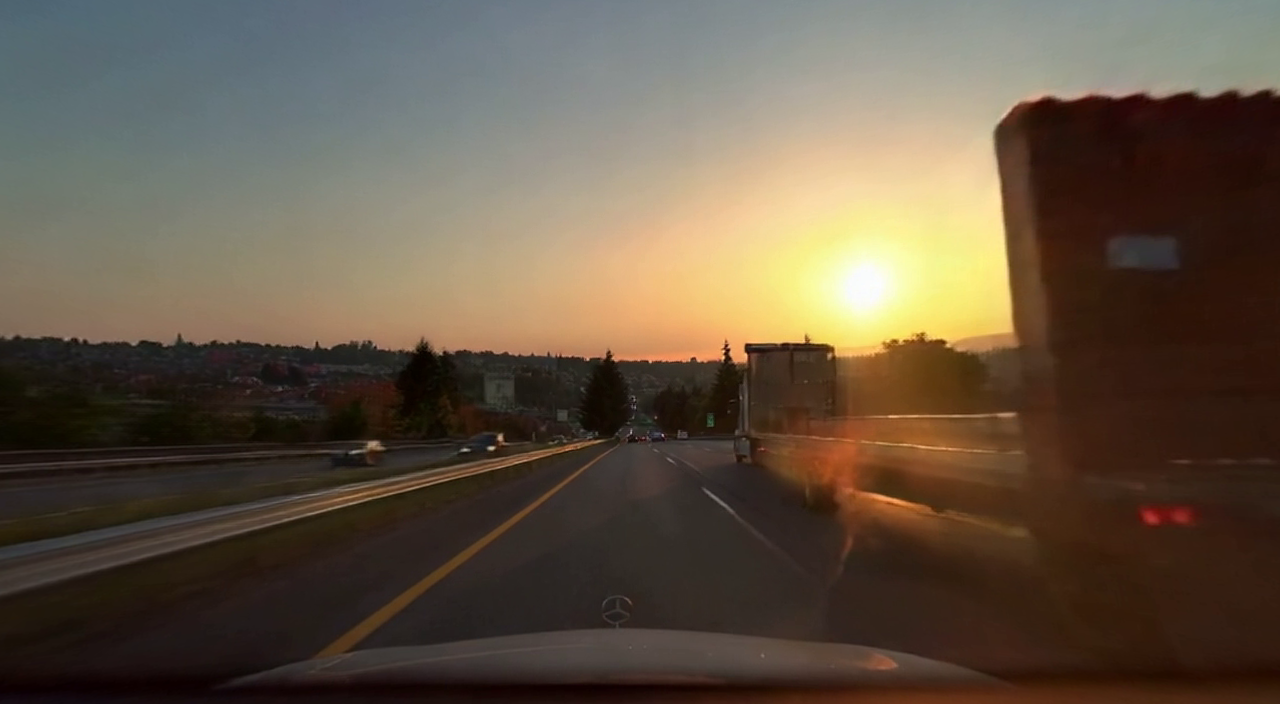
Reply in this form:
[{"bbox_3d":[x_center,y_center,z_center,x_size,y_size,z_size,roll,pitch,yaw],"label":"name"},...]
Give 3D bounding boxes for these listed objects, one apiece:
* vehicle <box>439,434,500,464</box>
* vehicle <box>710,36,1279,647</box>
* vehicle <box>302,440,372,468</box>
[{"bbox_3d":[-8.966,5.129,33.563,2.050,1.466,4.588,0,-7,-1],"label":"vehicle"},{"bbox_3d":[3.541,0.667,10.704,2.954,3.995,13.335,0,-7,-1],"label":"vehicle"},{"bbox_3d":[-17.469,5.877,36.556,1.854,1.471,4.586,0,-7,-1],"label":"vehicle"}]
